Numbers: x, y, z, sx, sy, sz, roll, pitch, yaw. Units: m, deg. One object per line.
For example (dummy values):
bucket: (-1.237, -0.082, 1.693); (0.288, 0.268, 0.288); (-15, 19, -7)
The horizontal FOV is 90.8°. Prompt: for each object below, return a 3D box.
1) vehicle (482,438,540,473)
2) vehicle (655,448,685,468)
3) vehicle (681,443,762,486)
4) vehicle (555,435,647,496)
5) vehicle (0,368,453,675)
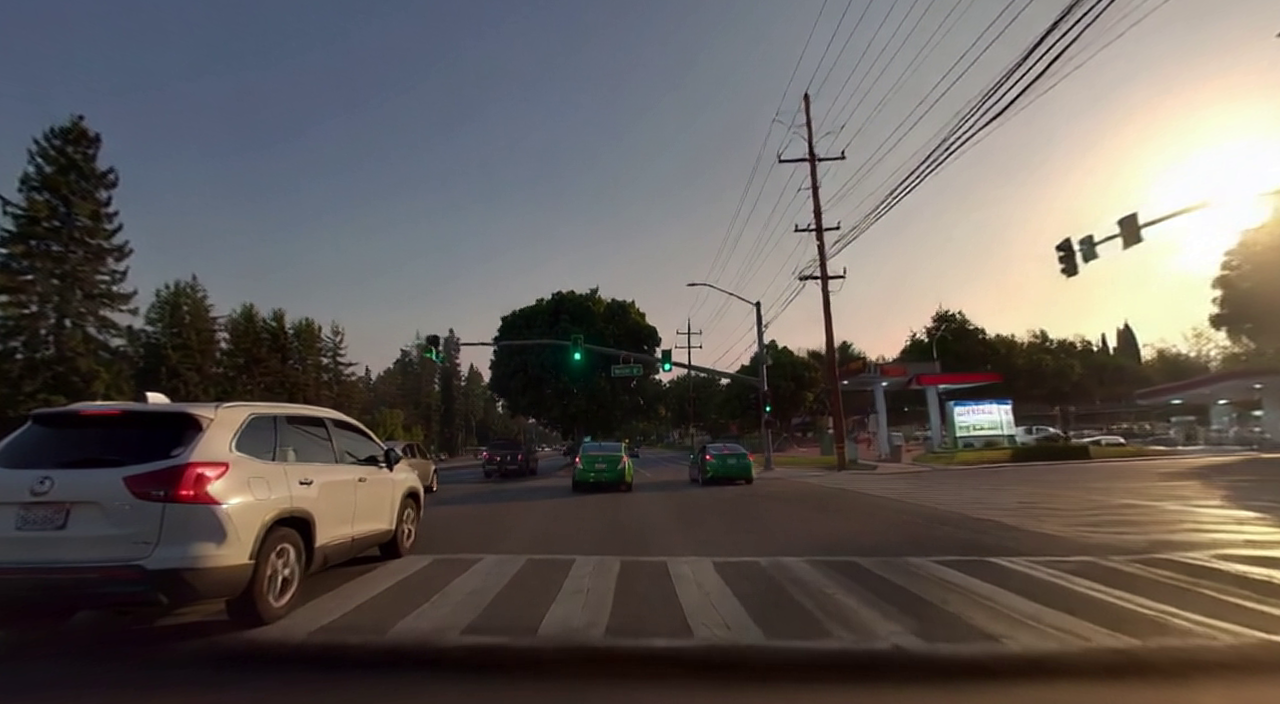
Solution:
vehicle: (-7.511, 6.086, 37.347); (2.385, 1.918, 5.056); (0, -8, 0)
vehicle: (2.310, 8.334, 49.868); (2.069, 1.464, 4.599); (0, -8, -1)
vehicle: (2.658, 3.785, 21.605); (2.065, 1.302, 4.416); (0, -8, -2)
vehicle: (-0.987, 3.026, 17.246); (2.189, 1.437, 4.135); (0, -8, -2)
vehicle: (-3.324, 1.239, 5.738); (1.922, 1.642, 4.547); (0, -8, -1)
